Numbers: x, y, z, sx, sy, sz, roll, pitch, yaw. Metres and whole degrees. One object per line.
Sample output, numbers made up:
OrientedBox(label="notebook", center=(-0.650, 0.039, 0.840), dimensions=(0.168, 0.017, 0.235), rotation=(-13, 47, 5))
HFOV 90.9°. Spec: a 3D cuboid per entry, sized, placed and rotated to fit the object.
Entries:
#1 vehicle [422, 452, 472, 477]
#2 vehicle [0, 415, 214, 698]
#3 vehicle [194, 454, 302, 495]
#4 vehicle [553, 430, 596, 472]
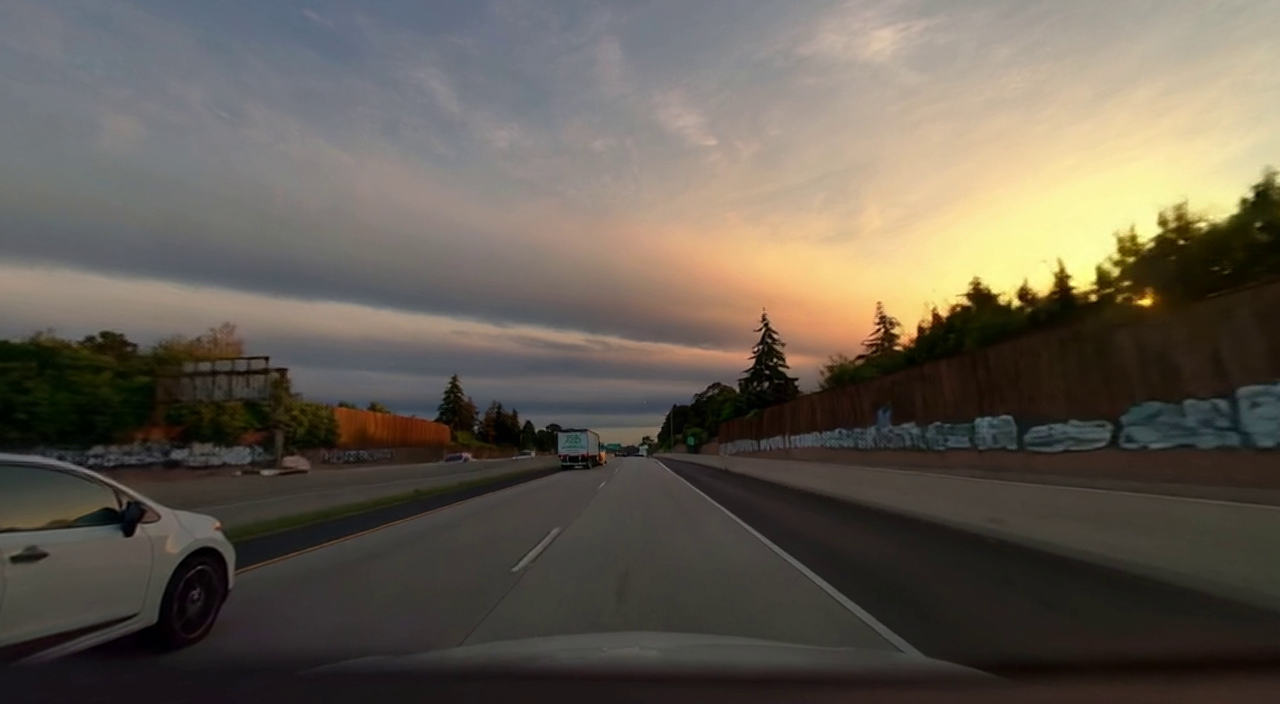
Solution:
OrientedBox(label="vehicle", center=(-12.356, 7.244, 40.671), dimensions=(1.800, 1.477, 4.461), rotation=(0, -9, 0))
OrientedBox(label="vehicle", center=(-4.404, 0.987, 2.680), dimensions=(2.024, 1.476, 4.466), rotation=(-1, -9, 1))
OrientedBox(label="vehicle", center=(-17.038, 5.305, 27.697), dimensions=(1.917, 1.597, 4.357), rotation=(-1, -9, 0))
OrientedBox(label="vehicle", center=(-4.176, 6.447, 41.231), dimensions=(2.305, 2.517, 5.486), rotation=(0, -9, 0))
